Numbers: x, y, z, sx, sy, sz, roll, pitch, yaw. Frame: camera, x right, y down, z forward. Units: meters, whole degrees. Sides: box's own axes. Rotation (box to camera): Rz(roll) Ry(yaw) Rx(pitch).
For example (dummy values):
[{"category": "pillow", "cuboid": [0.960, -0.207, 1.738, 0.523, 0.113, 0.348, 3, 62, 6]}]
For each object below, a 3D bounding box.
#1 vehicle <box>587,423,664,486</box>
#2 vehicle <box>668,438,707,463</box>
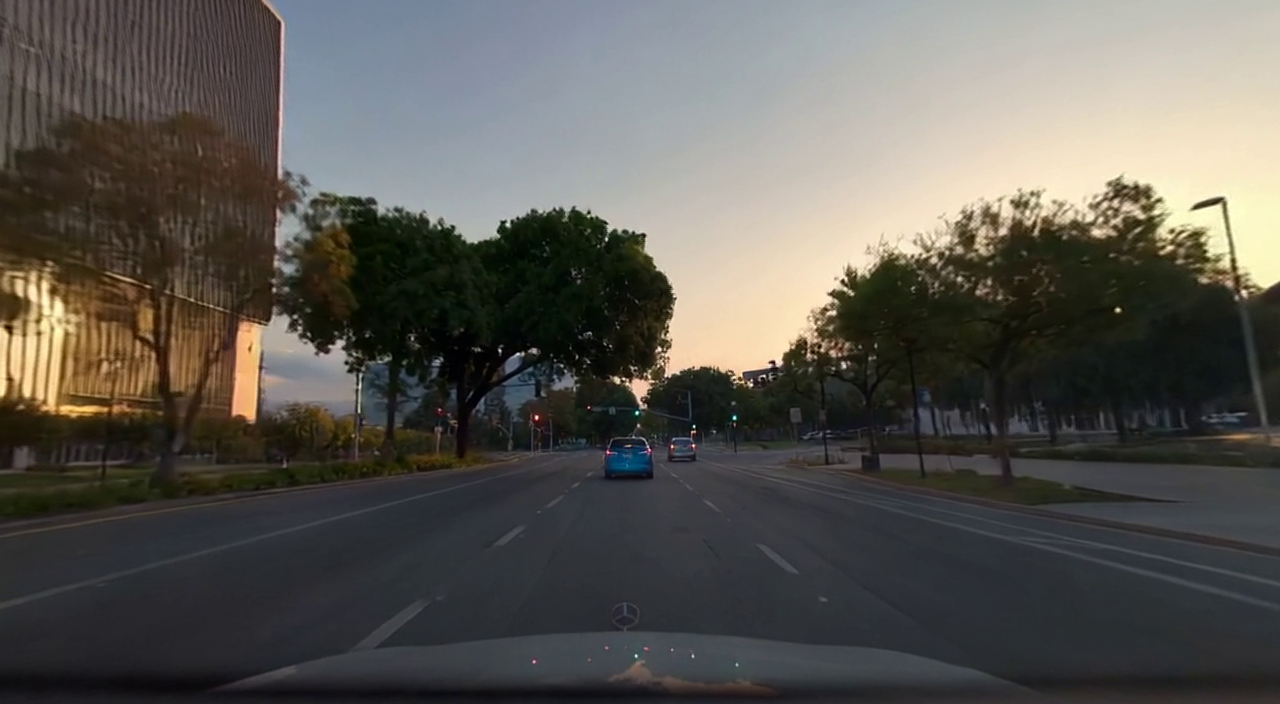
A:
[{"category": "vehicle", "cuboid": [-0.473, 3.431, 21.308, 2.313, 1.860, 4.319, 0, -9, -1]}, {"category": "vehicle", "cuboid": [3.055, 6.464, 41.586, 2.065, 1.495, 4.792, 0, -9, -1]}]
